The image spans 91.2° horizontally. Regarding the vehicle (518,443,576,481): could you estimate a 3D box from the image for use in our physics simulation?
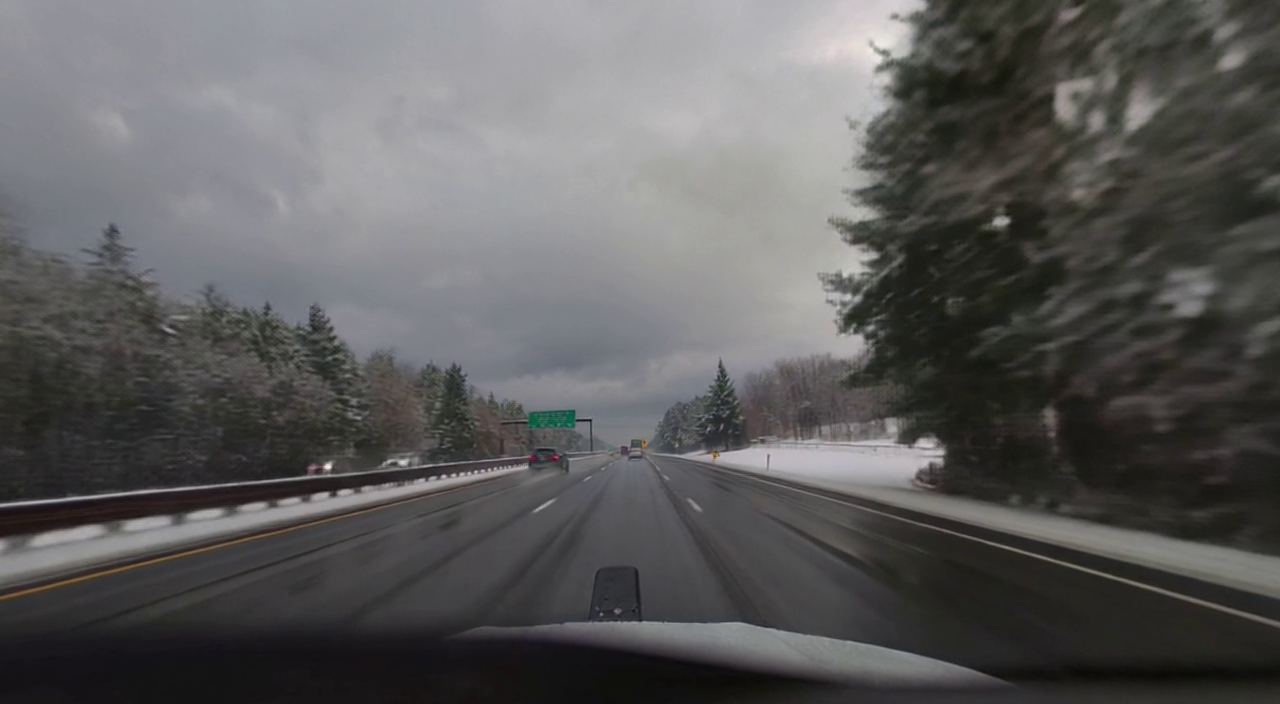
[{"bbox_3d":[-4.174,5.015,28.825,1.958,1.587,4.801,0,-9,0],"label":"vehicle"}]
